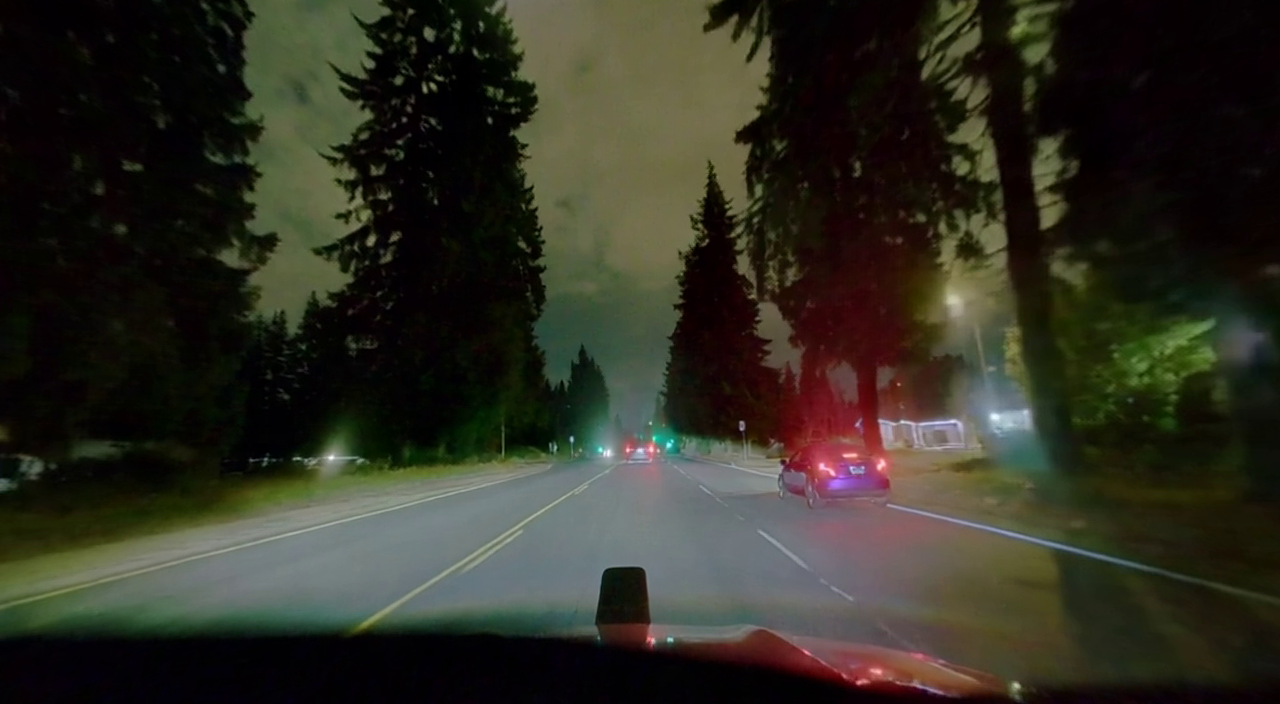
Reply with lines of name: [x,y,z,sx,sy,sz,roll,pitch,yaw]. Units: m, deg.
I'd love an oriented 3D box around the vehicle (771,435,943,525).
vehicle: [4.157,2.476,12.995,1.943,1.471,4.515,-1,-8,0]

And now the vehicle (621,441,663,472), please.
vehicle: [0.152,5.944,36.152,2.206,1.525,4.695,-1,-8,1]
